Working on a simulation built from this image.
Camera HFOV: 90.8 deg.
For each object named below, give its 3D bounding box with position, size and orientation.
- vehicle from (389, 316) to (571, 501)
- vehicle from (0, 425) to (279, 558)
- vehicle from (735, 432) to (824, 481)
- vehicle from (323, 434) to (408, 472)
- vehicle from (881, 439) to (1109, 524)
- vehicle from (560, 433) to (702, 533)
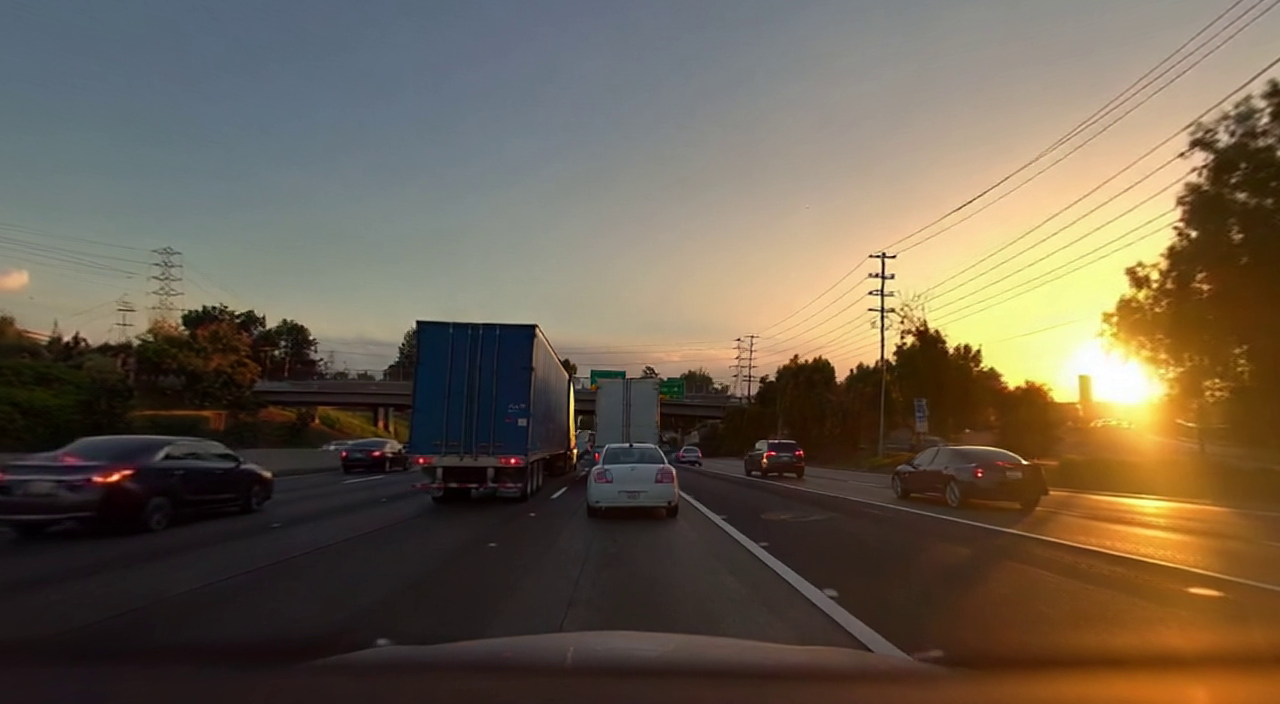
[{"bbox_3d":[-4.660,2.655,23.663,3.150,4.298,17.928,1,-9,-3],"label":"vehicle"},{"bbox_3d":[-7.887,1.955,9.633,2.016,1.503,4.785,0,-9,-1],"label":"vehicle"},{"bbox_3d":[5.181,3.953,24.016,2.023,1.676,4.002,1,-9,-7],"label":"vehicle"},{"bbox_3d":[-12.981,4.815,30.262,2.148,1.678,4.851,0,-9,-3],"label":"vehicle"},{"bbox_3d":[6.842,2.502,12.817,1.878,1.406,4.164,1,-9,-6],"label":"vehicle"},{"bbox_3d":[-0.228,2.269,11.512,2.112,1.463,4.012,0,-9,-3],"label":"vehicle"}]
